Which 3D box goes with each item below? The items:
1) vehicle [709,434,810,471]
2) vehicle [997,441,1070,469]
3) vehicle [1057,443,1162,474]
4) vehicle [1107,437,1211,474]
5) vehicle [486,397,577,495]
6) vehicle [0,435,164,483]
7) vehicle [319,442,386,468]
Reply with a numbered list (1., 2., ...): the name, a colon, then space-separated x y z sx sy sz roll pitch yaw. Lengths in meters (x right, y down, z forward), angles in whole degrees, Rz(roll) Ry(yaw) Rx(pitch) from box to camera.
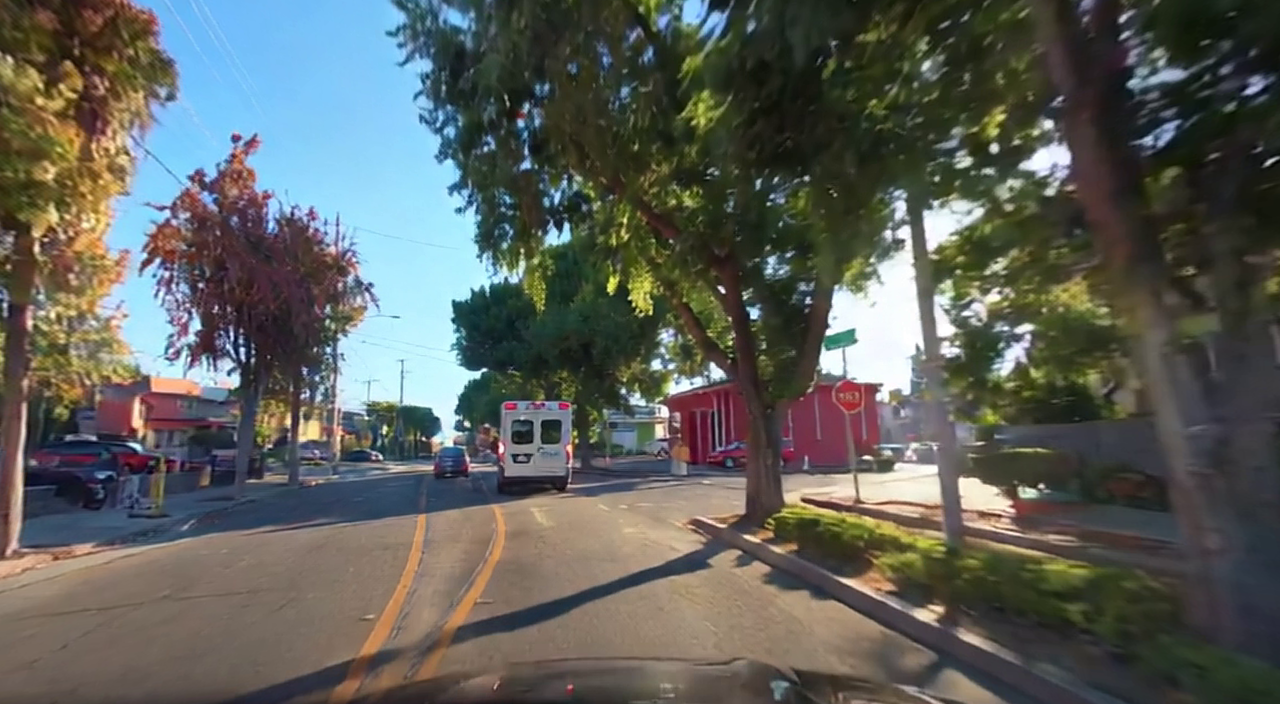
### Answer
1. vehicle: 6.754 5.739 36.261 5.270 1.966 2.329 -1 -8 0
2. vehicle: 25.033 6.517 40.386 1.899 1.635 4.603 -1 -8 4
3. vehicle: 24.840 5.639 33.700 1.861 1.470 4.867 -1 -8 0
4. vehicle: 27.400 5.465 33.566 1.894 1.784 4.355 -1 -8 3
5. vehicle: -3.512 2.932 19.974 2.444 2.640 5.482 1 -8 -12
6. vehicle: -23.497 4.377 25.749 5.910 1.681 2.579 1 -11 -16
7. vehicle: -20.702 7.392 45.431 4.502 1.810 2.056 -5 -9 28
